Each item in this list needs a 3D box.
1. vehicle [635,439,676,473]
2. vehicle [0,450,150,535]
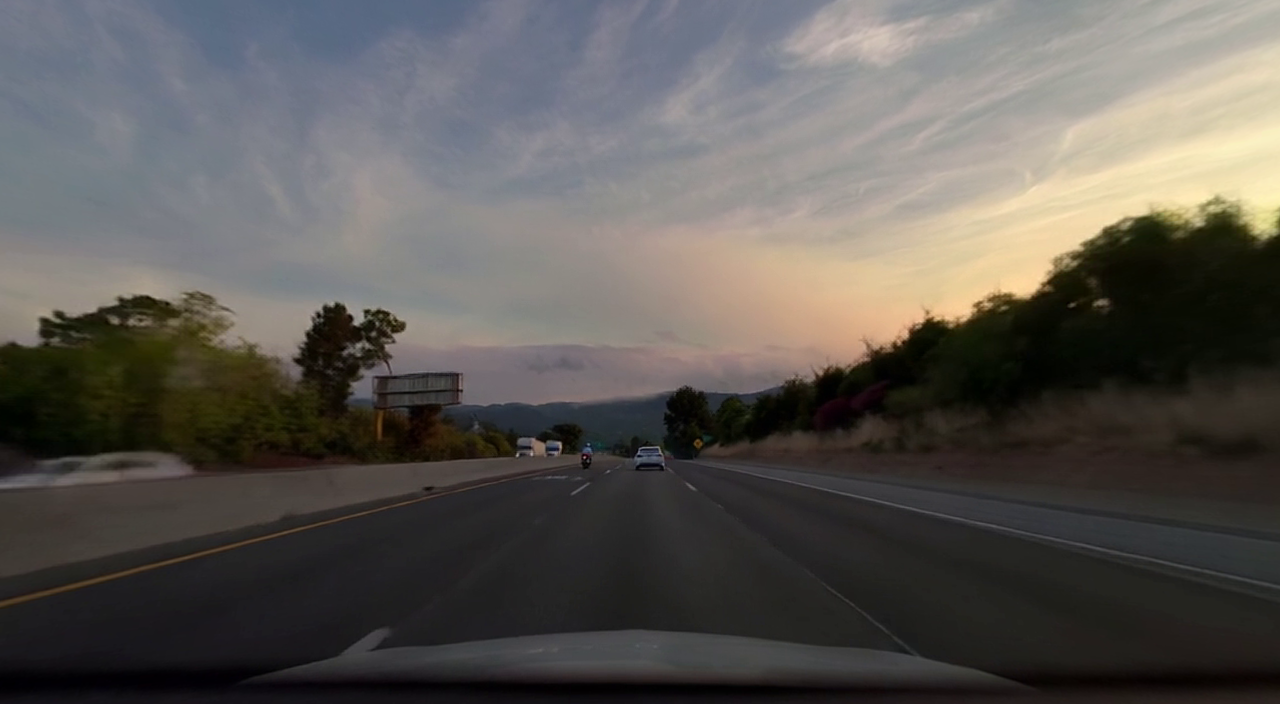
[{"bbox_3d":[0.852,6.009,36.572,2.247,1.825,4.036,0,-9,1],"label":"vehicle"},{"bbox_3d":[-12.202,2.631,12.081,2.009,1.464,4.489,0,-9,0],"label":"vehicle"}]
